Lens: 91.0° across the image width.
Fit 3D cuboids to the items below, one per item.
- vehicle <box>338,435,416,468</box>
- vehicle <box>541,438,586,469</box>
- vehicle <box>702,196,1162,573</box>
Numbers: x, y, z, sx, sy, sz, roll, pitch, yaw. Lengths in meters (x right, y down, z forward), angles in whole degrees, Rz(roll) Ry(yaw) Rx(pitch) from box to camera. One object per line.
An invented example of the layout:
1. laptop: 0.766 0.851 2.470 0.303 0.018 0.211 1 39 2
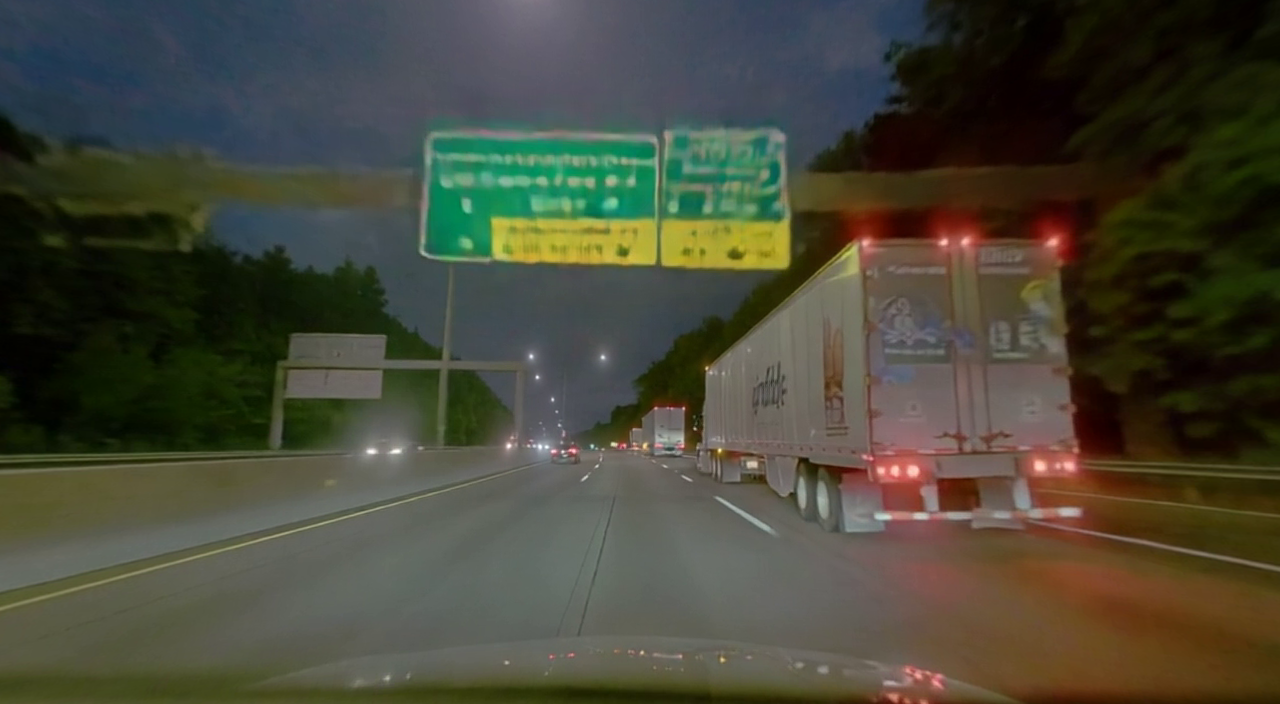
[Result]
1. vehicle: -12.691 4.832 30.729 2.003 1.478 4.416 0 -8 -2
2. vehicle: -4.330 5.798 36.282 2.206 1.644 4.027 0 -8 -2
3. vehicle: 3.694 1.178 13.228 2.948 4.045 13.051 0 -8 -2
